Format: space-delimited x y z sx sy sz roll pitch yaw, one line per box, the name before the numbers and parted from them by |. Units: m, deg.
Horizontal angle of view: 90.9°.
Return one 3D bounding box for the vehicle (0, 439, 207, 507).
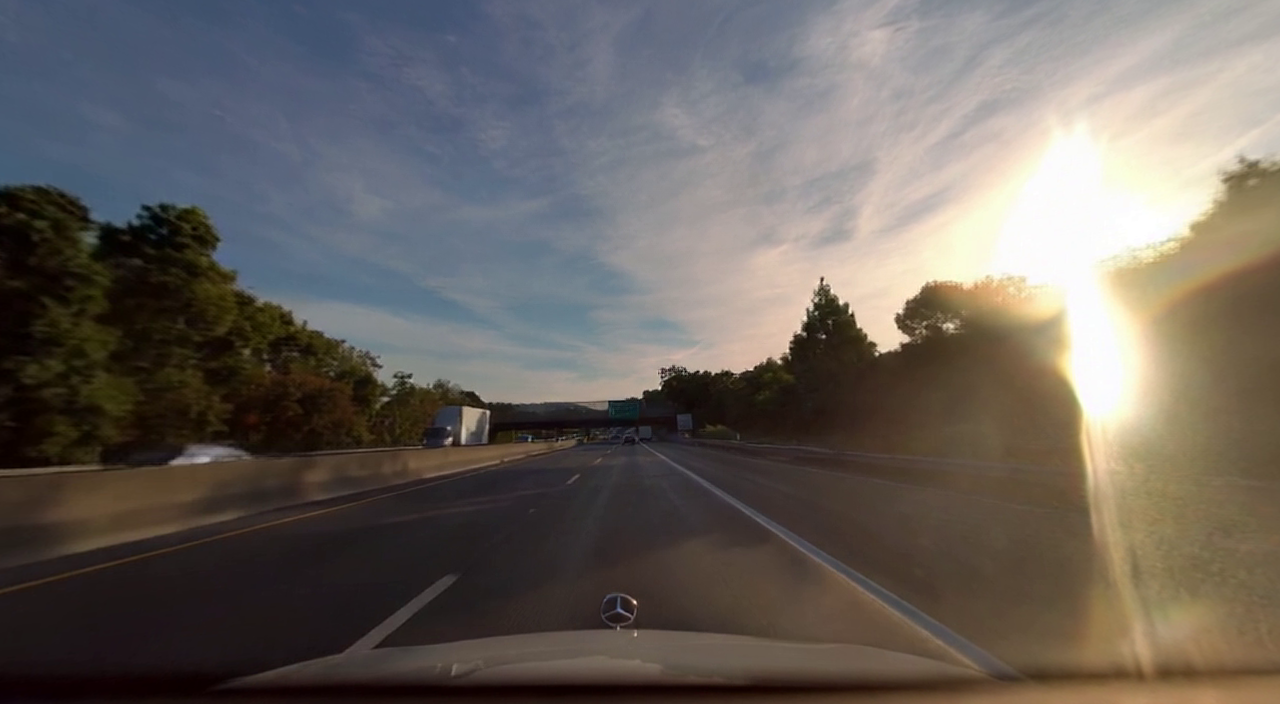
vehicle | -13.191 2.920 15.796 1.811 1.453 4.079 0 -8 -1
